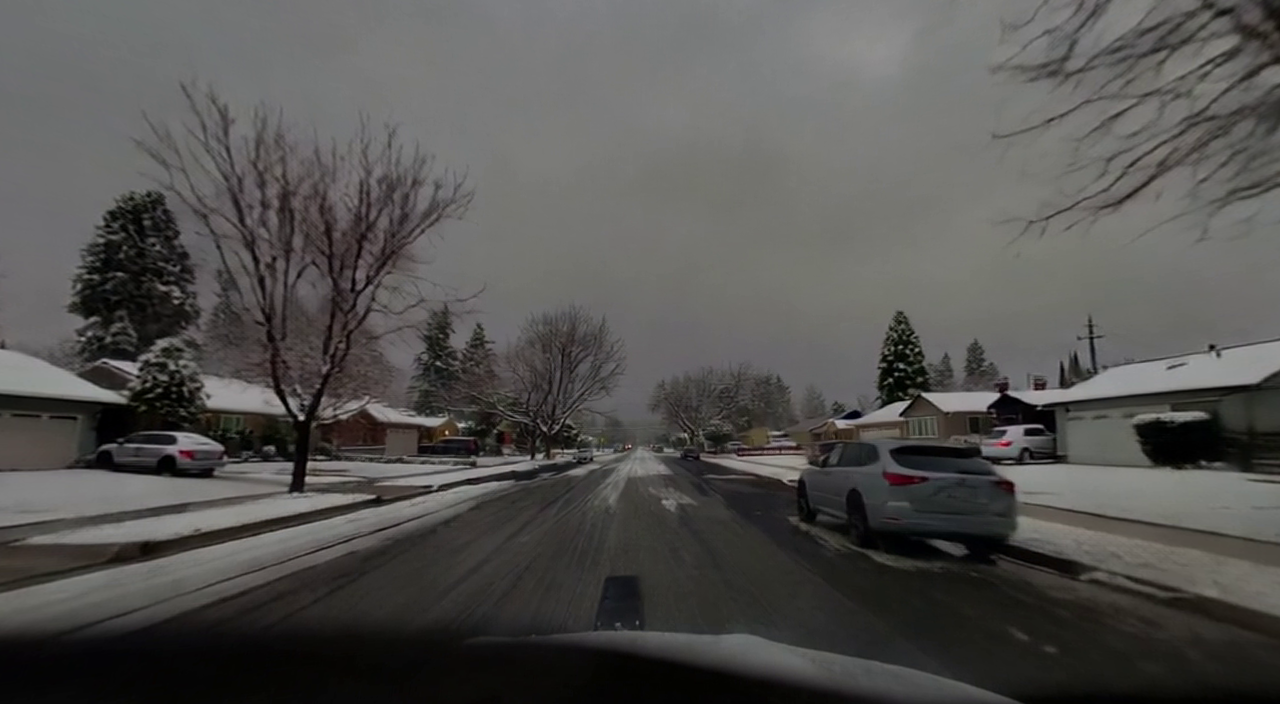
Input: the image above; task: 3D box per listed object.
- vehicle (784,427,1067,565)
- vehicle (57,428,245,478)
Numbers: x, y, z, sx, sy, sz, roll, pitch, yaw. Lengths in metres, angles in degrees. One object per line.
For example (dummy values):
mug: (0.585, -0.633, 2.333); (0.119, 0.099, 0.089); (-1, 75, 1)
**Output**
vehicle: (3.893, 2.050, 9.846); (2.136, 1.596, 4.790); (0, -8, -1)
vehicle: (-16.609, 3.468, 21.721); (4.607, 1.573, 2.058); (1, -9, -4)
